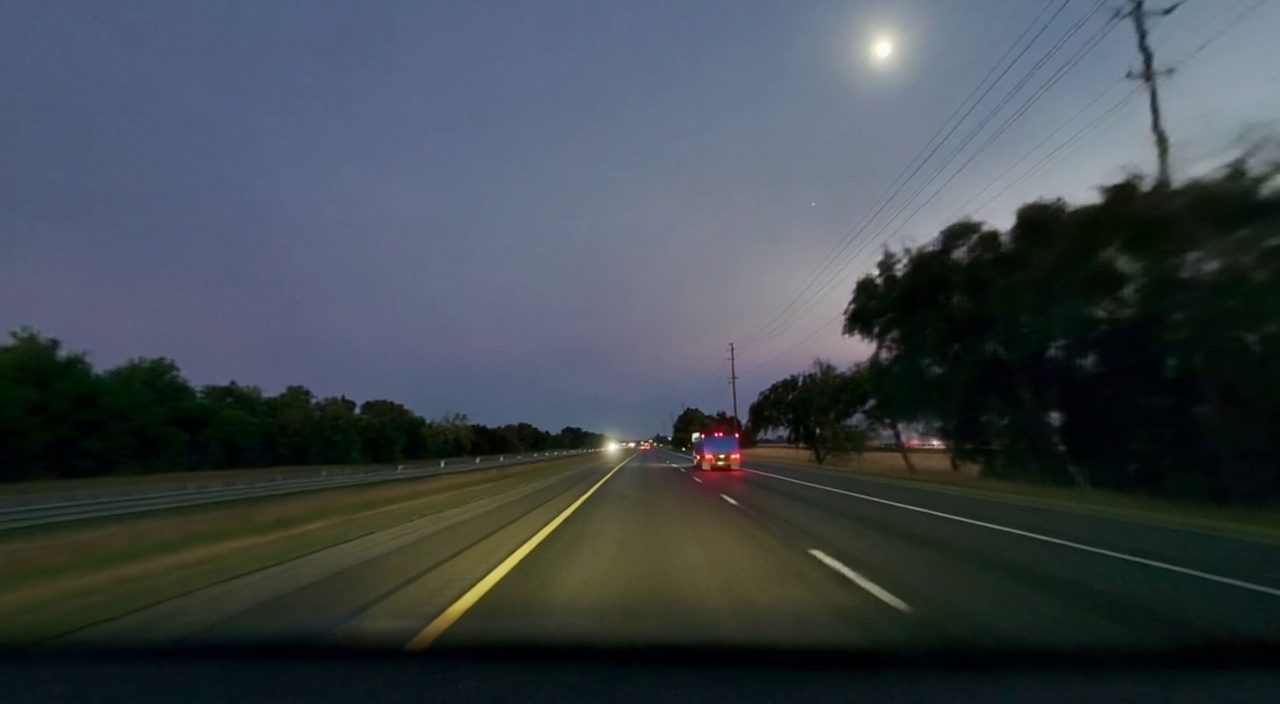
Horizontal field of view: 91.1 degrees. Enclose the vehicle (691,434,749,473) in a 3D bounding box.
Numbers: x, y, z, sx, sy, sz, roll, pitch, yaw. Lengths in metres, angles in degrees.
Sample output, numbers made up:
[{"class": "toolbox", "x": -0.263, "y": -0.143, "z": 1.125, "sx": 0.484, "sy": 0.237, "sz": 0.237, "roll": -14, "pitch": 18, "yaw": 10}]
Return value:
[{"class": "vehicle", "x": 4.077, "y": 5.275, "z": 32.930, "sx": 2.228, "sy": 1.852, "sz": 5.449, "roll": 0, "pitch": -8, "yaw": -1}]
